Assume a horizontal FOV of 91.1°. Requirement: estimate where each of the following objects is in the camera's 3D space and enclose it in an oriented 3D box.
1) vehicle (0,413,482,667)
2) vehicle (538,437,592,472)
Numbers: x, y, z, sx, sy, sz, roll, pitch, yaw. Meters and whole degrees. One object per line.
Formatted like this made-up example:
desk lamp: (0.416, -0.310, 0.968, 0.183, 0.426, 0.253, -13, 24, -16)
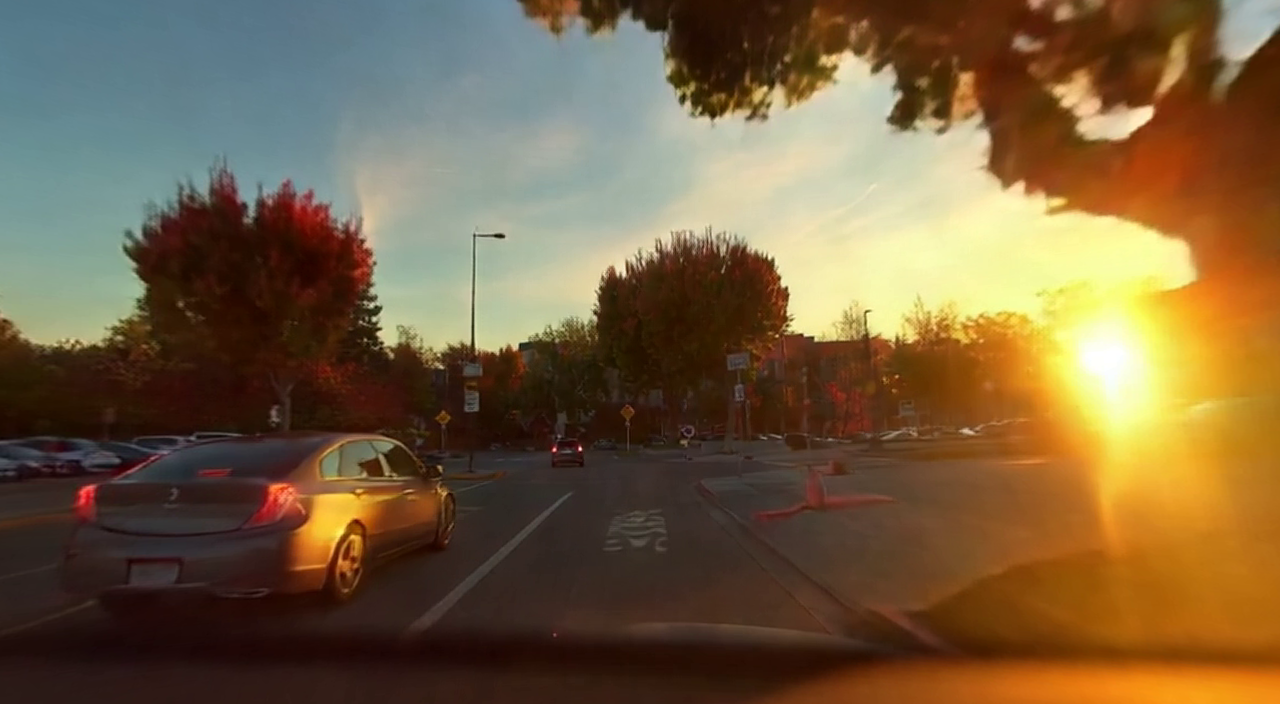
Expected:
vehicle: (-3.023, 1.412, 5.956, 1.853, 1.478, 4.381, 0, -8, 1)
vehicle: (-3.229, 4.481, 27.840, 1.962, 1.424, 4.289, 0, -8, -1)
